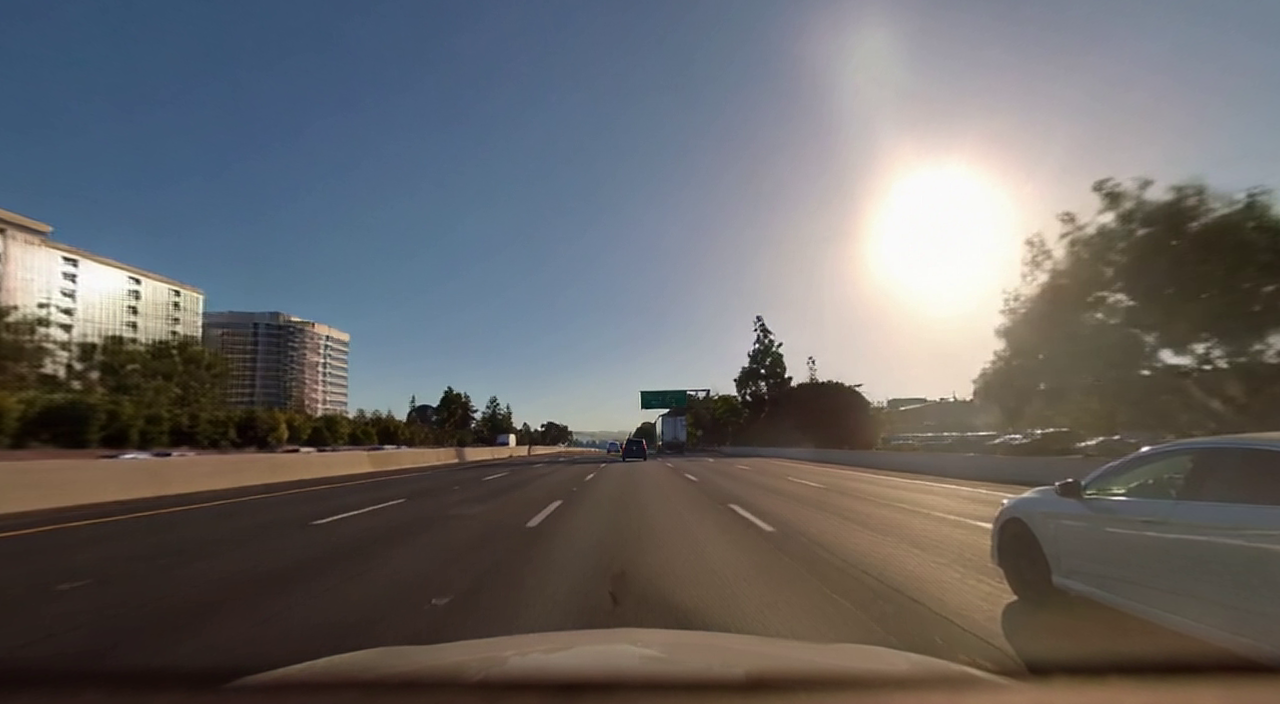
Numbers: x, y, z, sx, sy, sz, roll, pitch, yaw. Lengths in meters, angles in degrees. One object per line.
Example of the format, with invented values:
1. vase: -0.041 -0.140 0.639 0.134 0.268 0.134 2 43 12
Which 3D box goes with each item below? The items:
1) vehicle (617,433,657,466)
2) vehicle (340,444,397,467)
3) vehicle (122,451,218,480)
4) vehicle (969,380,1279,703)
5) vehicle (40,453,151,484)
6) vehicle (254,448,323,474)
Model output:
1. vehicle: -0.220 5.915 38.533 2.297 1.912 4.355 0 -8 -1
2. vehicle: -18.291 6.971 42.817 1.841 1.447 4.531 0 -8 0
3. vehicle: -26.071 6.279 35.307 1.828 1.464 4.647 0 -8 -1
4. vehicle: 3.840 0.989 3.213 1.950 1.596 4.326 0 -8 -1
5. vehicle: -29.845 6.378 34.844 1.888 1.460 4.806 0 -8 -1
6. vehicle: -22.141 6.868 40.030 1.890 1.454 4.389 0 -8 -1
